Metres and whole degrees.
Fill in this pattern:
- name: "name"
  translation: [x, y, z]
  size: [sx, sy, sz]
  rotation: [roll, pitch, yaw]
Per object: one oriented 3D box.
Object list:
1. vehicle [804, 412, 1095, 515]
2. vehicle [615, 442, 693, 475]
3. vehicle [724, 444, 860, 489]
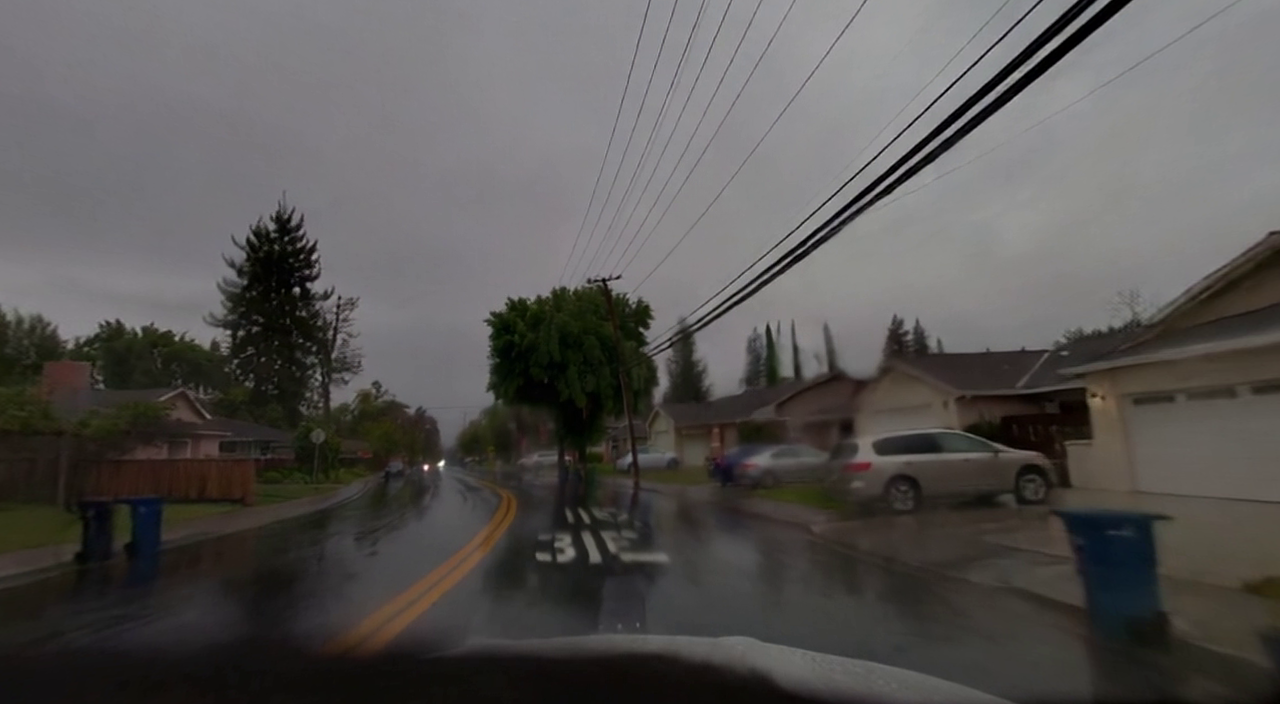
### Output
- name: "vehicle"
  translation: [6.616, 2.442, 13.909]
  size: [5.229, 1.790, 2.153]
  rotation: [-2, -11, -7]
- name: "vehicle"
  translation: [0.869, 6.535, 39.023]
  size: [4.337, 1.768, 1.962]
  rotation: [0, -8, -19]
- name: "vehicle"
  translation: [5.506, 4.135, 23.154]
  size: [4.382, 1.531, 1.925]
  rotation: [2, -8, -11]
